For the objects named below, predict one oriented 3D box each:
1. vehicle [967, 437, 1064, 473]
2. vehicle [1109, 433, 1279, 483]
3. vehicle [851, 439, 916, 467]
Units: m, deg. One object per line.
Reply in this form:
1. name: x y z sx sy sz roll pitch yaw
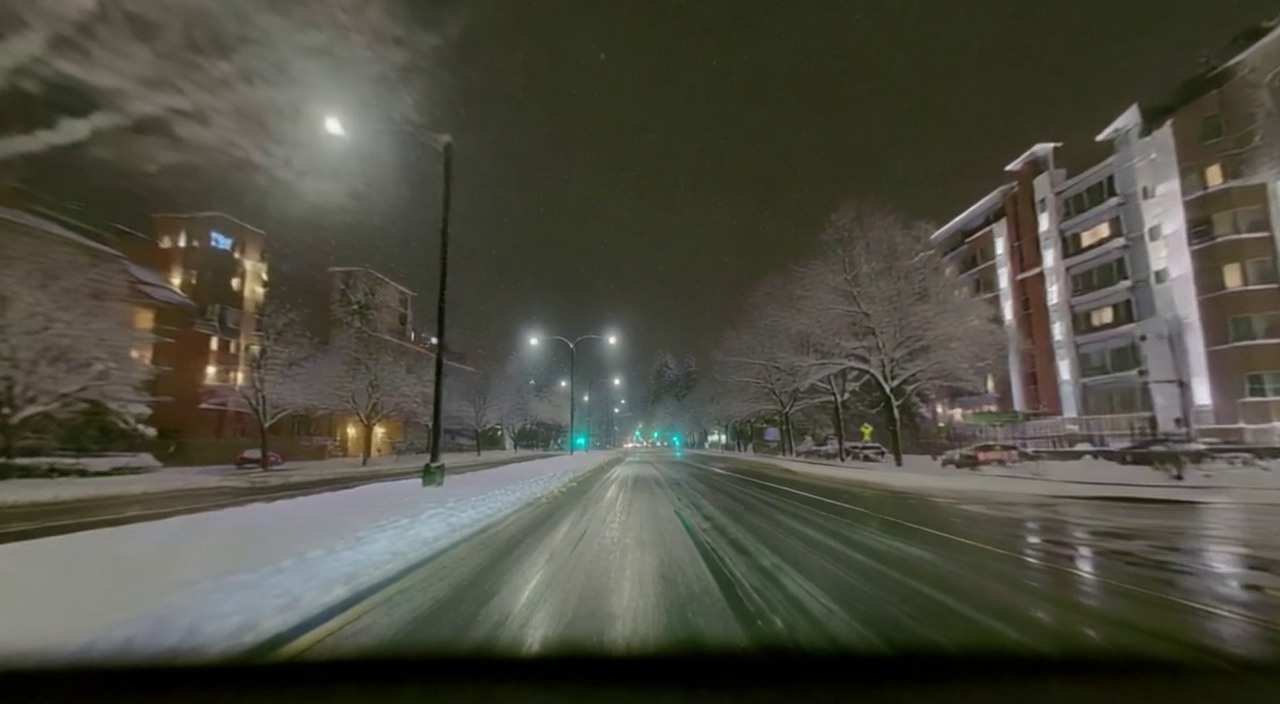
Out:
1. vehicle: 18.696 5.133 31.718 1.947 1.667 4.347 0 -9 -3
2. vehicle: 20.143 3.800 22.790 4.661 1.710 2.127 0 -9 -1
3. vehicle: 15.425 6.424 40.353 2.006 1.683 4.643 0 -9 -5
